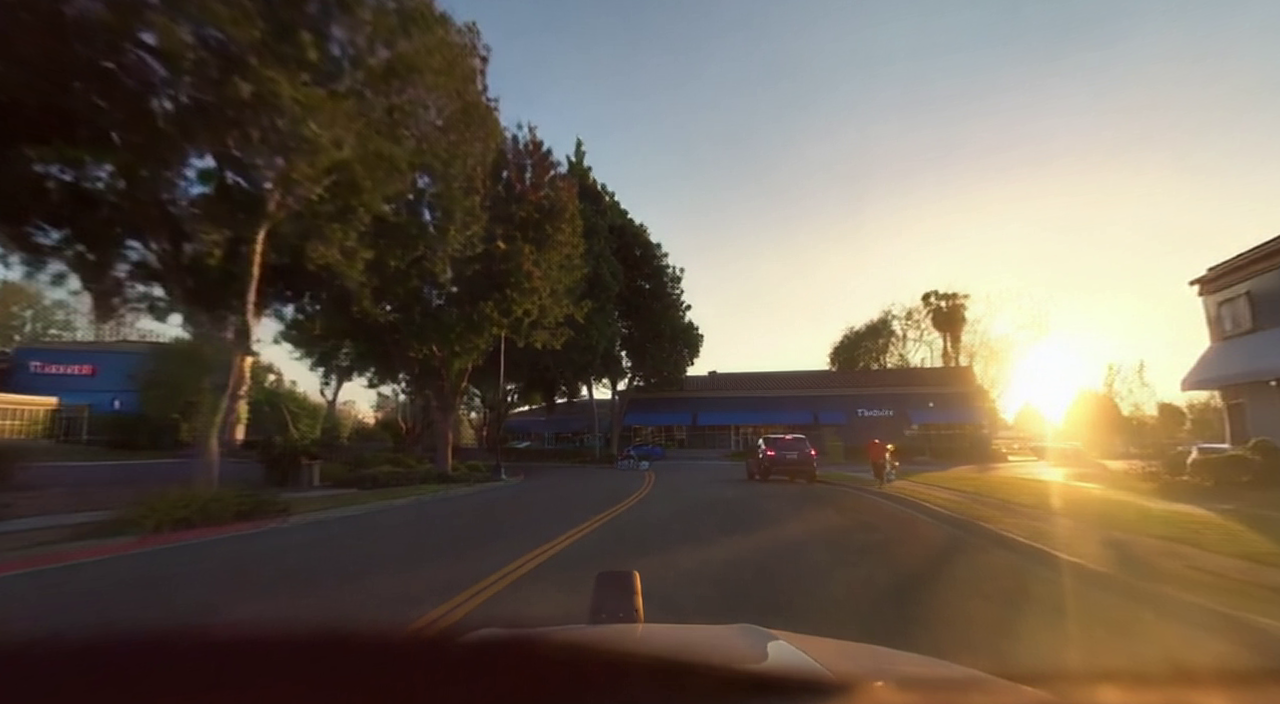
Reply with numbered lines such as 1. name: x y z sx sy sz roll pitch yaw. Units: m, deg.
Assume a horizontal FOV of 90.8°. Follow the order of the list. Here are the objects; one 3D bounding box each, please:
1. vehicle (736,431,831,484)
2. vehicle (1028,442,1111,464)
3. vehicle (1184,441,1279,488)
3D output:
1. vehicle: 5.223 3.943 23.892 2.292 1.767 5.128 0 -8 -1
2. vehicle: 32.732 7.664 48.239 1.815 1.574 4.800 5 -10 -32
3. vehicle: 23.561 4.371 24.901 4.545 1.640 1.866 5 -10 -33
